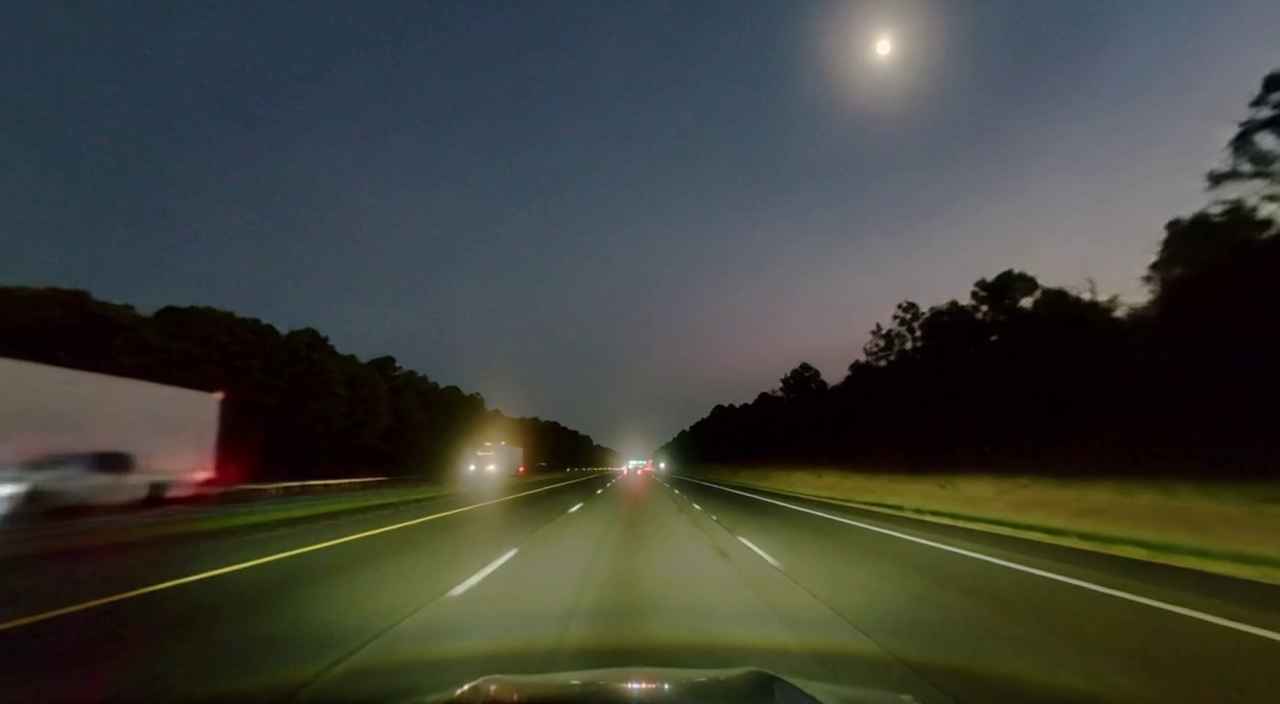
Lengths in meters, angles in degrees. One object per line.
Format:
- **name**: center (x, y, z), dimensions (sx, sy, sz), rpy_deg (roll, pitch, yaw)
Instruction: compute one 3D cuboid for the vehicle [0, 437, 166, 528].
- **vehicle**: center (-12.200, 2.519, 12.384), dimensions (2.189, 1.563, 4.504), rpy_deg (1, -10, 0)
